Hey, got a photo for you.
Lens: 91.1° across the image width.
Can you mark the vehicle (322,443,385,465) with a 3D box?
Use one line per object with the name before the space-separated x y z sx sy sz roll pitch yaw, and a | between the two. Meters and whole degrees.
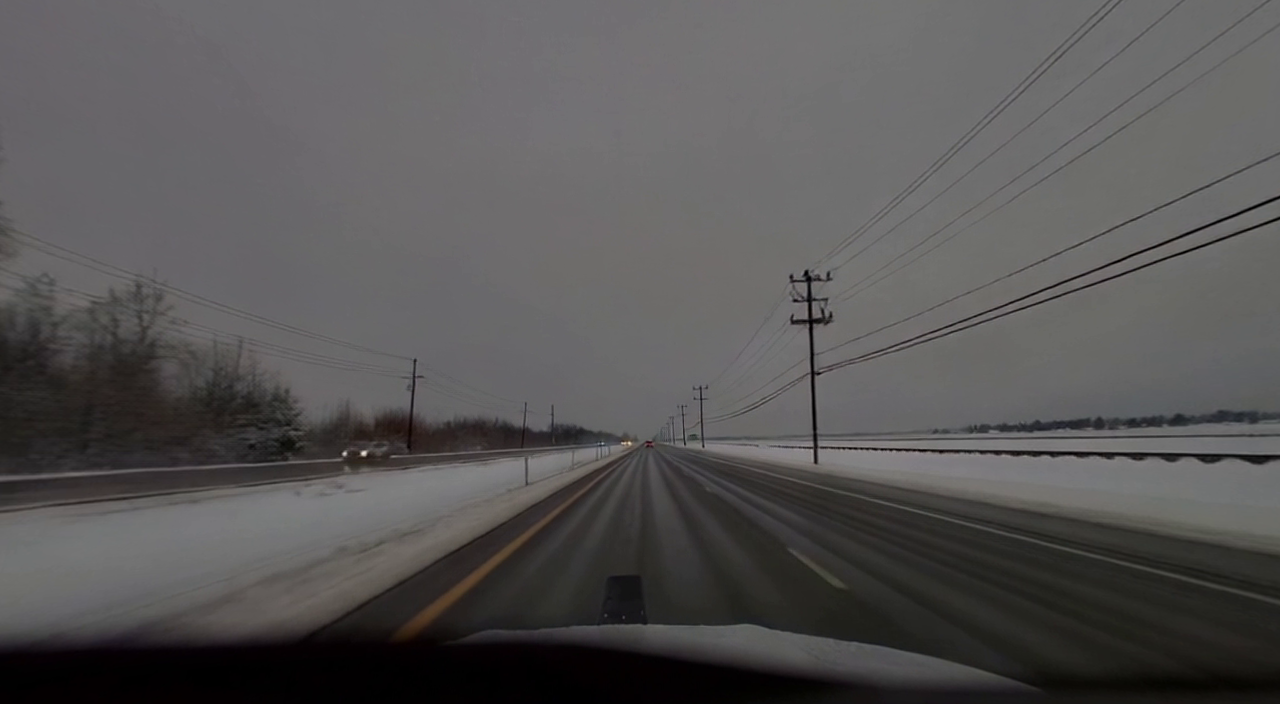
vehicle | -19.897 7.087 43.832 2.025 1.469 4.826 0 -8 1
